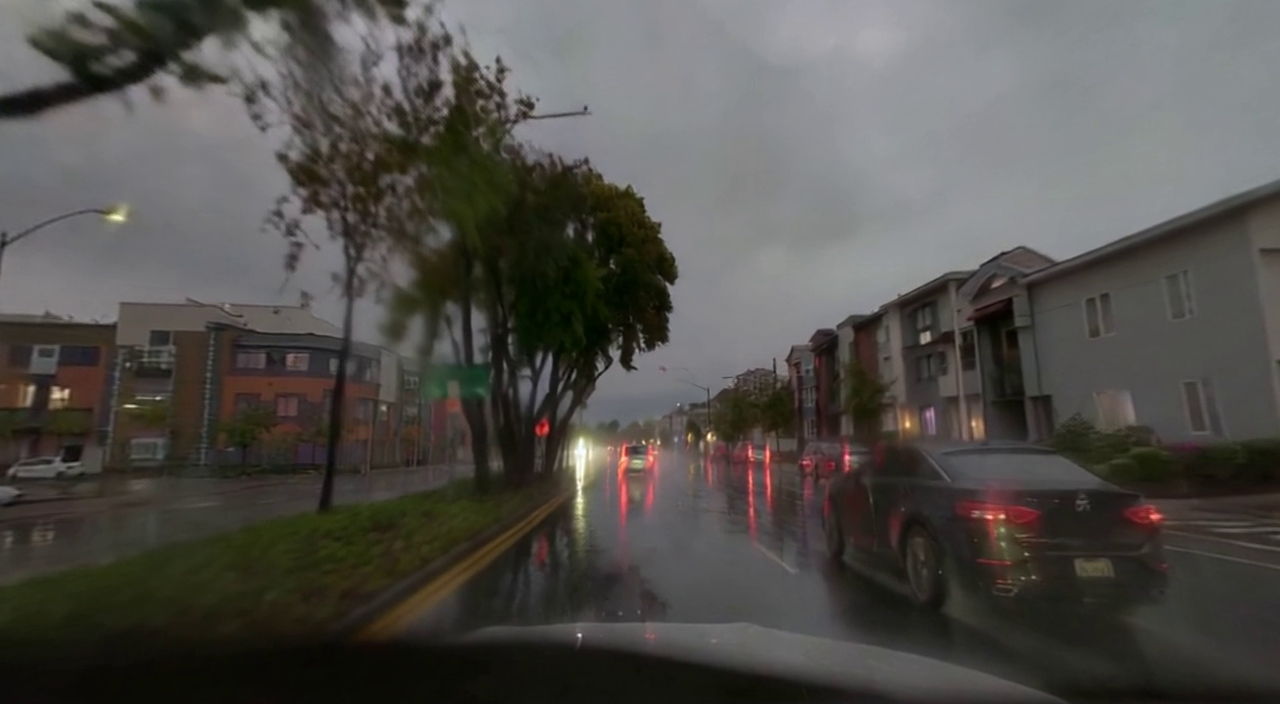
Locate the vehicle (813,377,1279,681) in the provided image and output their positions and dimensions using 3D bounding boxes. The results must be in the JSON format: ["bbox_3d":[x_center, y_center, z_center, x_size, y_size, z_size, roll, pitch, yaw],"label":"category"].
[{"bbox_3d":[3.144,1.310,5.697,1.949,1.723,4.020,0,-9,-1],"label":"vehicle"}]

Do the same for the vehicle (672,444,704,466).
[{"bbox_3d":[3.372,7.344,45.028,1.910,1.474,4.003,0,-9,-1],"label":"vehicle"}]

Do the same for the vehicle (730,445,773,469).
[{"bbox_3d":[7.356,6.992,42.198,1.936,1.516,4.579,0,-9,-2],"label":"vehicle"}]

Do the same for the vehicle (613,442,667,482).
[{"bbox_3d":[-0.028,4.395,25.459,2.006,1.487,3.535,0,-9,-1],"label":"vehicle"}]

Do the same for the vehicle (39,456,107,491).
[{"bbox_3d":[-30.851,6.567,34.332,4.272,1.704,2.031,-8,-11,40],"label":"vehicle"}]
